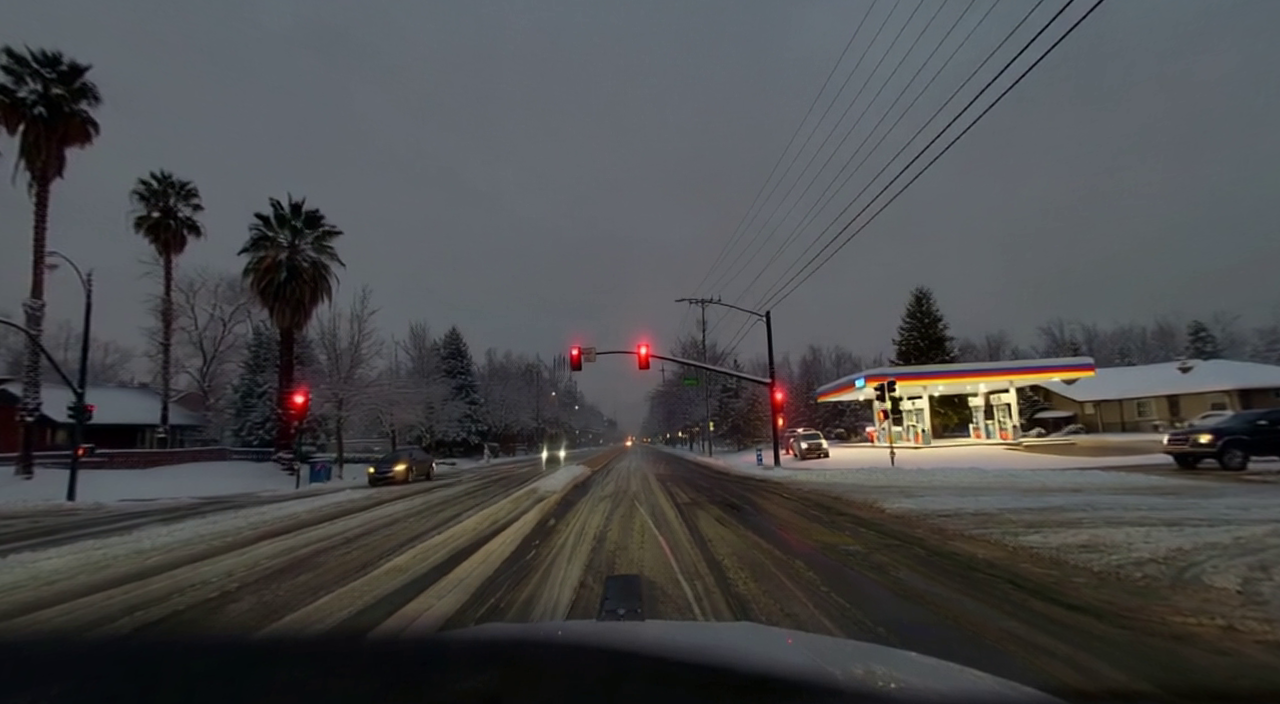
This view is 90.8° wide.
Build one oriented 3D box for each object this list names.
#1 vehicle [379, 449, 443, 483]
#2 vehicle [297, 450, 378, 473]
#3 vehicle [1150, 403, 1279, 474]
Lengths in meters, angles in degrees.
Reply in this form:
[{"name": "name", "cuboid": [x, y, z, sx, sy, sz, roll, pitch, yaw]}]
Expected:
[{"name": "vehicle", "cuboid": [-13.031, 6.473, 36.252, 2.009, 1.777, 4.559, 0, -9, -1]}, {"name": "vehicle", "cuboid": [-20.922, 7.586, 43.863, 4.672, 1.469, 1.816, 0, -9, -2]}, {"name": "vehicle", "cuboid": [17.509, 2.407, 17.539, 5.086, 1.817, 1.952, 0, -9, -5]}]
